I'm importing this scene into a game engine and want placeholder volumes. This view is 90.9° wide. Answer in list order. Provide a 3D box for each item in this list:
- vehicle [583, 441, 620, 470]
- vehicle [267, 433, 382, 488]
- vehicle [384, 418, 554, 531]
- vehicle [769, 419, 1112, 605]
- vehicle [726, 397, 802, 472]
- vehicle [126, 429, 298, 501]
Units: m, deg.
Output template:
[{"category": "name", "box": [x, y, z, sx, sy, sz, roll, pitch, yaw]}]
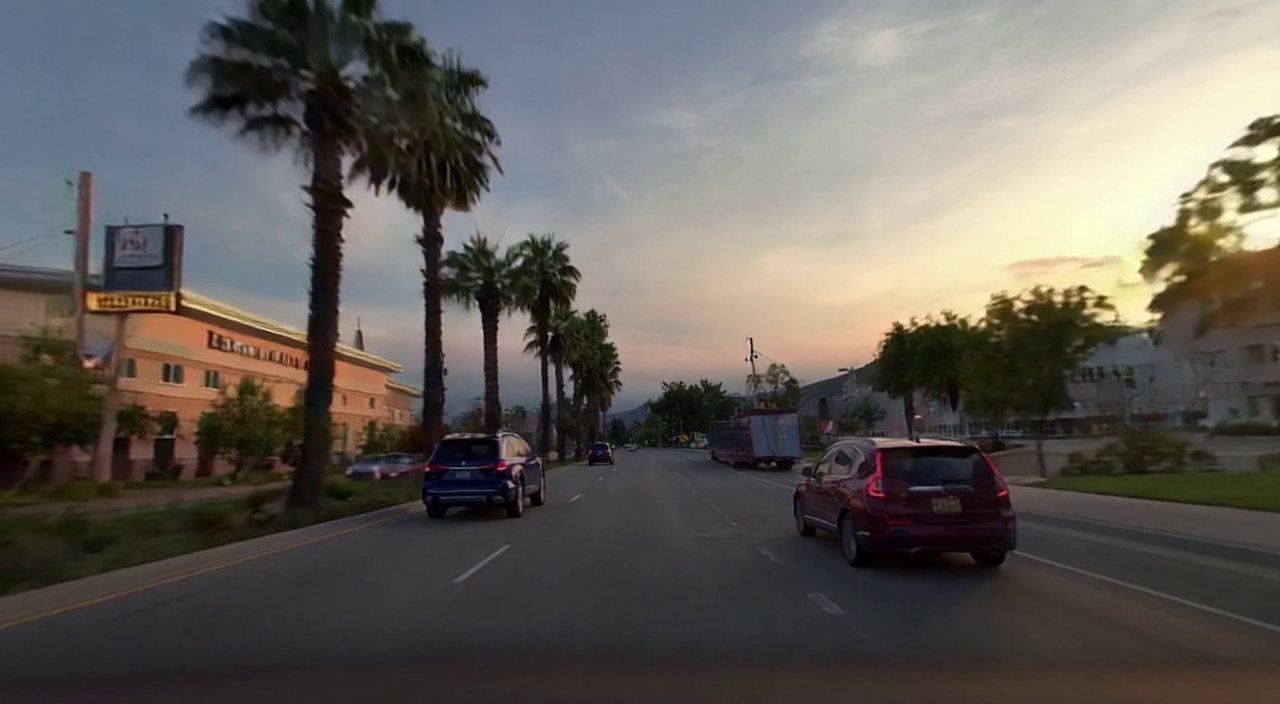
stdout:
[{"category": "vehicle", "box": [-2.402, 6.610, 40.374, 1.998, 1.743, 4.402, 0, -8, 1]}, {"category": "vehicle", "box": [-21.439, 7.401, 43.702, 3.030, 3.354, 9.135, 0, -8, 2]}, {"category": "vehicle", "box": [-3.066, 2.312, 12.440, 2.058, 1.804, 4.391, 0, -8, 1]}, {"category": "vehicle", "box": [2.900, 1.625, 7.319, 1.946, 1.513, 4.133, 0, -8, 0]}, {"category": "vehicle", "box": [7.240, 5.035, 38.106, 2.902, 3.992, 8.073, 0, -8, 0]}, {"category": "vehicle", "box": [-21.659, 5.736, 32.756, 2.989, 3.225, 8.285, 0, -8, 0]}]
